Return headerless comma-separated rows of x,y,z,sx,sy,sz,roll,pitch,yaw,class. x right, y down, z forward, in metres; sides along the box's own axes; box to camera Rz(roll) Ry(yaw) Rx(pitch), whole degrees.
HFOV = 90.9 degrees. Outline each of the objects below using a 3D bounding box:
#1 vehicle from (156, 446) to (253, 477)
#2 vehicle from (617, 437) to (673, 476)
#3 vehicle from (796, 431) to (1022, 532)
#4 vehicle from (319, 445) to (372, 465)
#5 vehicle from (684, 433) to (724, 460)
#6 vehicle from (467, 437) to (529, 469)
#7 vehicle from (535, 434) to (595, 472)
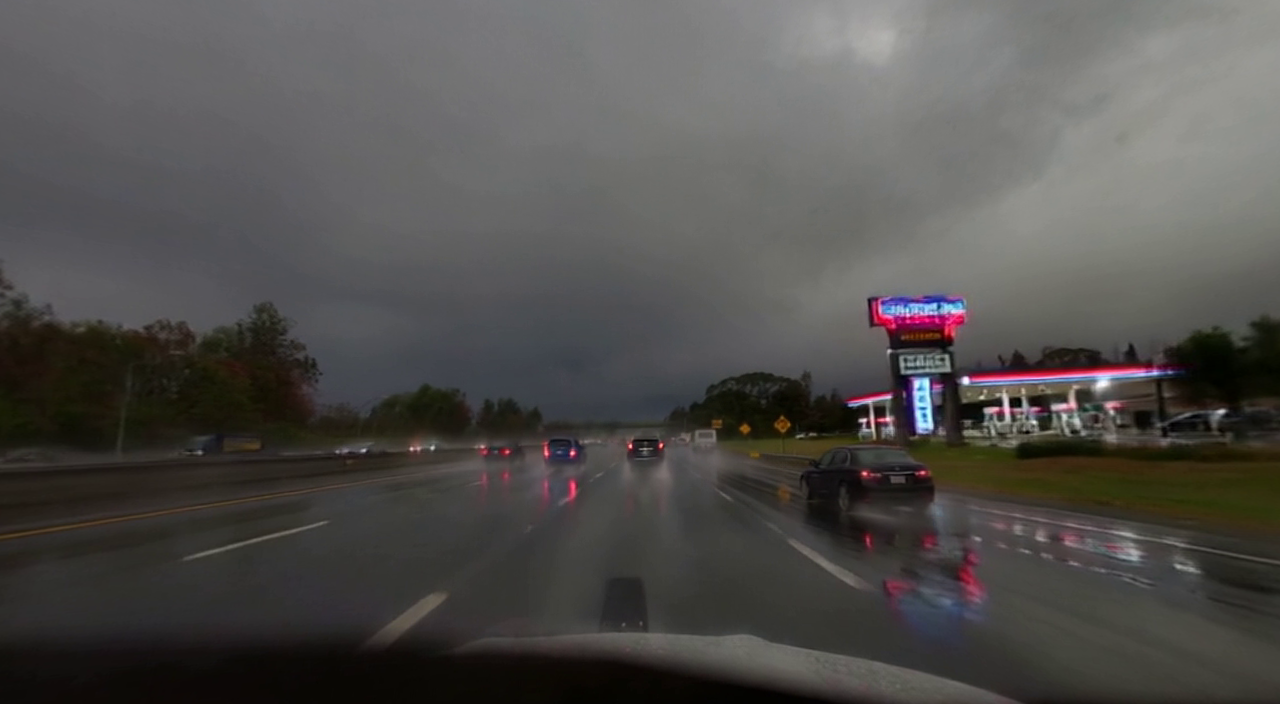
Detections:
-21.723,5.437,31.666,1.865,1.443,4.156,0,-8,0,vehicle
0.196,4.266,26.006,2.113,1.464,4.073,0,-8,1,vehicle
4.450,2.197,11.373,2.030,1.442,4.358,0,-8,-2,vehicle
-21.417,7.477,45.978,1.830,1.432,4.076,0,-8,1,vehicle
4.459,6.623,44.442,2.261,1.781,4.709,0,-8,0,vehicle
-7.029,5.051,31.690,1.932,1.497,4.458,0,-8,1,vehicle
-3.309,4.580,28.813,1.927,1.586,5.142,0,-8,2,vehicle
